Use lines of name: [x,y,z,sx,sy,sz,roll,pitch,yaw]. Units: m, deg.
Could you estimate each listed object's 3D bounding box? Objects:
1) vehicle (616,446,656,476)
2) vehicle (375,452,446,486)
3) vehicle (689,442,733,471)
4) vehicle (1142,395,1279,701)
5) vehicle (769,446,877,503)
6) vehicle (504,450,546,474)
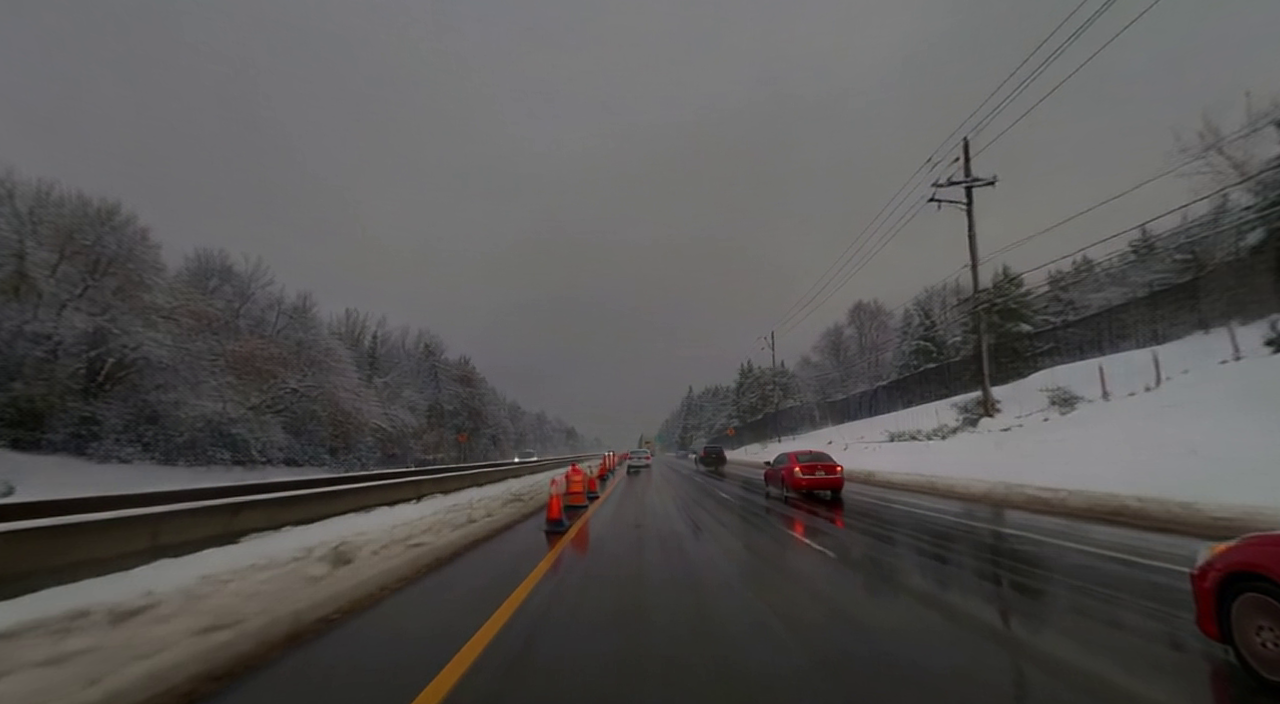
vehicle: [-0.198,6.069,35.438,2.096,1.583,4.150,0,-8,0]
vehicle: [-11.866,6.051,32.977,2.129,1.471,4.192,-3,-8,1]
vehicle: [5.059,7.480,45.530,2.559,1.943,5.610,0,-8,1]
vehicle: [4.289,0.795,1.791,1.997,1.568,4.529,0,-8,1]
vehicle: [5.083,3.422,18.120,1.881,1.409,4.016,0,-8,0]
vehicle: [-7.926,7.599,43.746,1.856,1.539,4.679,-1,-8,2]
